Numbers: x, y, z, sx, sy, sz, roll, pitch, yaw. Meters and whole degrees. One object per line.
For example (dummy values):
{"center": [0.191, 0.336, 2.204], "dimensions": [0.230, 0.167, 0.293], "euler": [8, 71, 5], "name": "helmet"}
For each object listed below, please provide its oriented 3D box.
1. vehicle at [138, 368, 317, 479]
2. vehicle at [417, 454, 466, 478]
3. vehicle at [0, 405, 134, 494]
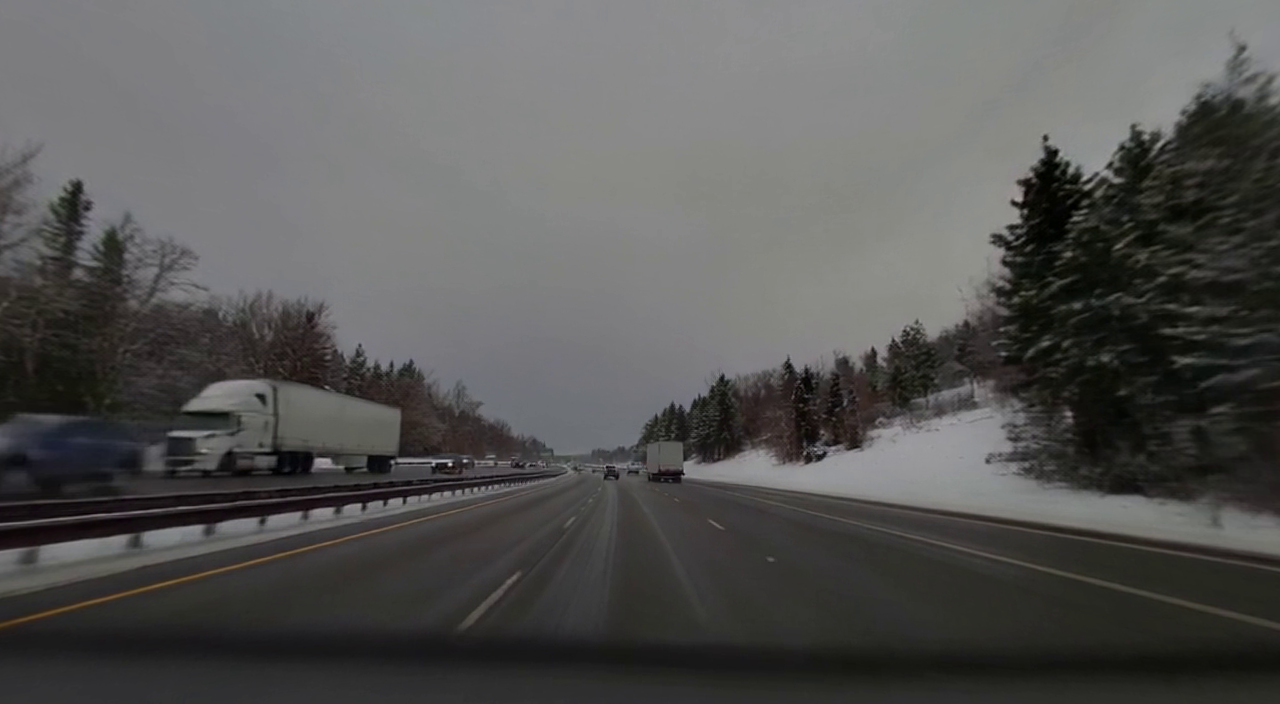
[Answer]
{"center": [-16.071, 3.045, 25.236], "dimensions": [2.940, 3.855, 5.835], "euler": [1, -11, -1], "name": "vehicle"}
{"center": [-12.469, 7.209, 39.796], "dimensions": [1.850, 1.440, 3.928], "euler": [1, -11, -1], "name": "vehicle"}
{"center": [-11.728, 1.739, 11.188], "dimensions": [1.949, 1.465, 4.211], "euler": [1, -11, 0], "name": "vehicle"}
